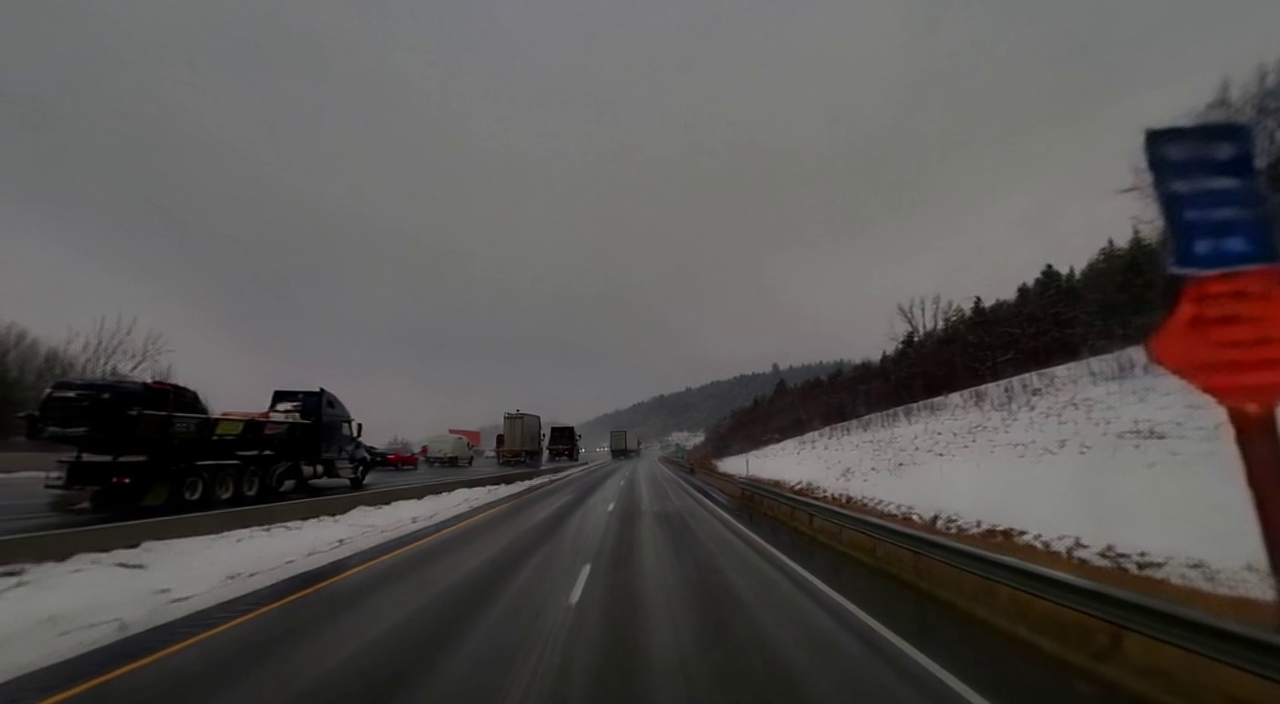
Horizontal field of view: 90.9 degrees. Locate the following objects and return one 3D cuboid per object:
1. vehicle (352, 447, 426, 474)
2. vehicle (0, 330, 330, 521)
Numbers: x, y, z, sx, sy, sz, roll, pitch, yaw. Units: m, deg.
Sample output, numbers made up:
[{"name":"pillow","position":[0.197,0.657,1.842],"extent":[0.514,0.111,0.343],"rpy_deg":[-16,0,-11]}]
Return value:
[{"name":"vehicle","position":[-14.693,6.373,37.230],"extent":[1.925,1.493,4.864],"rpy_deg":[-1,-9,6]},{"name":"vehicle","position":[-13.195,2.197,17.162],"extent":[2.745,3.617,11.590],"rpy_deg":[-1,-9,5]}]
